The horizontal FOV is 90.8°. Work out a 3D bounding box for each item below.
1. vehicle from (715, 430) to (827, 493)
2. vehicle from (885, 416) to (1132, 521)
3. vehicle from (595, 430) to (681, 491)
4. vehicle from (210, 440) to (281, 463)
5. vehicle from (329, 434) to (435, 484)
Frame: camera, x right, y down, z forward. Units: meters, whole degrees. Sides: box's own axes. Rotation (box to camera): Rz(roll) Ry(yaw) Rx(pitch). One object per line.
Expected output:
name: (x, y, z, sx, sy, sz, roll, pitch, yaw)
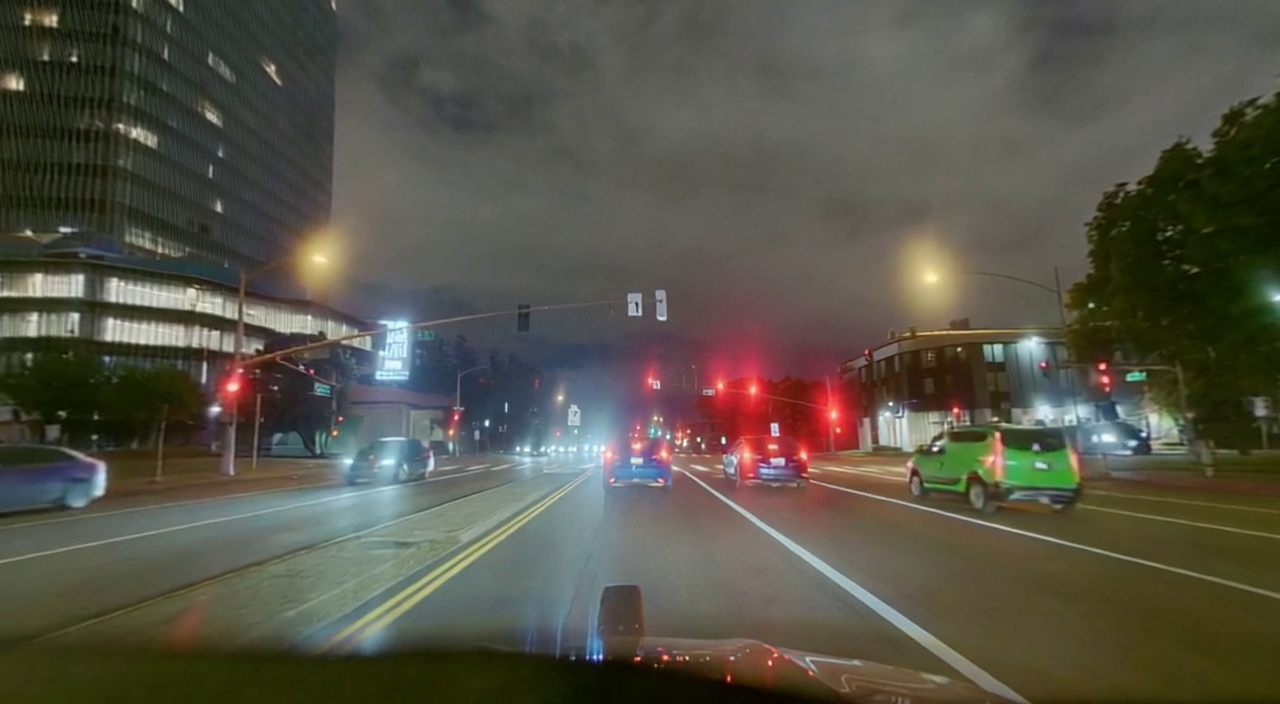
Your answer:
vehicle: (3.430, 2.974, 17.481, 2.018, 1.491, 4.544, 0, -8, -1)
vehicle: (7.183, 2.328, 13.131, 2.177, 1.774, 4.743, 0, -8, -1)
vehicle: (-0.092, 2.947, 17.444, 2.087, 1.468, 4.014, 0, -8, -1)
vehicle: (-27.144, 6.861, 43.566, 3.657, 1.528, 1.783, 1, -8, -4)
vehicle: (-8.635, 3.599, 21.540, 1.965, 1.530, 3.883, 0, -8, 0)
